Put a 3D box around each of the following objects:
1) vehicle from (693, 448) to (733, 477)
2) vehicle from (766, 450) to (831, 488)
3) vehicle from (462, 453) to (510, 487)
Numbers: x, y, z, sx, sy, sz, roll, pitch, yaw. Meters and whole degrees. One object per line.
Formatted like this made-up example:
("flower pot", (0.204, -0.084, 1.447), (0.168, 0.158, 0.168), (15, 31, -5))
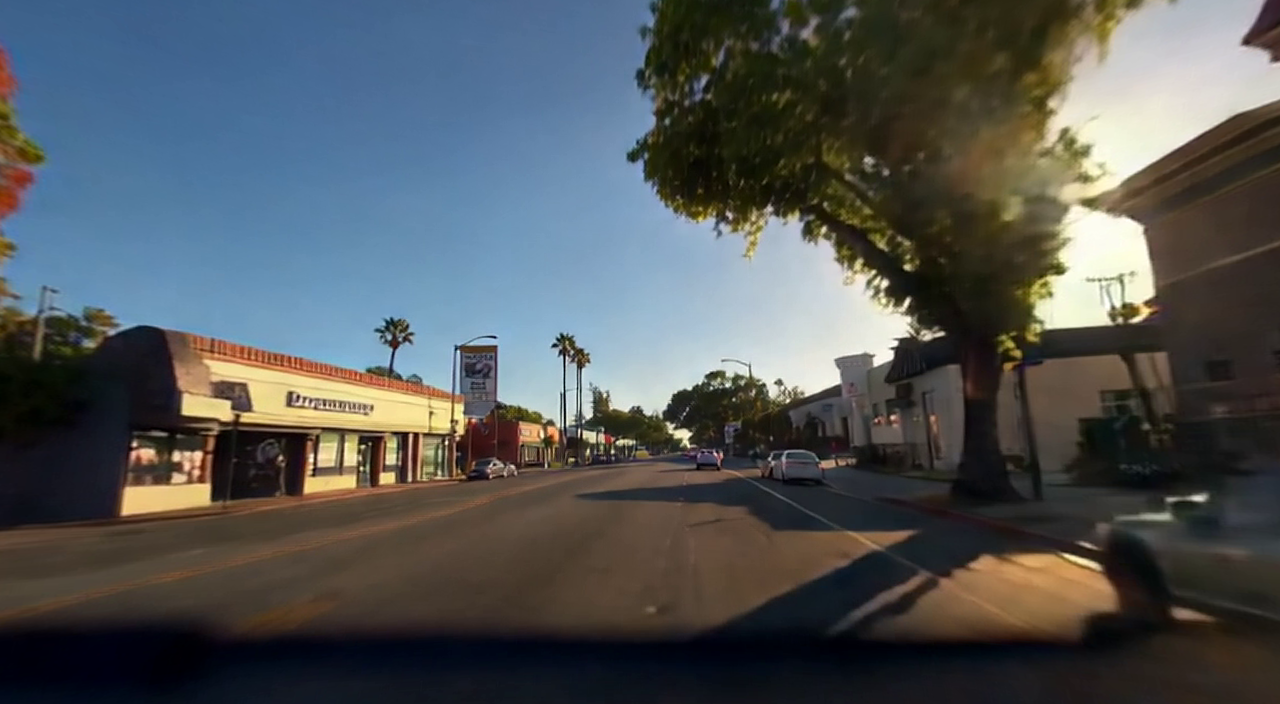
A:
("vehicle", (4.098, 6.155, 35.430), (2.067, 1.477, 4.653), (-1, -9, 6))
("vehicle", (6.808, 5.036, 27.597), (1.834, 1.504, 4.331), (0, -8, 1))
("vehicle", (-10.999, 8.433, 45.544), (1.949, 2.026, 5.141), (2, -7, 2))
